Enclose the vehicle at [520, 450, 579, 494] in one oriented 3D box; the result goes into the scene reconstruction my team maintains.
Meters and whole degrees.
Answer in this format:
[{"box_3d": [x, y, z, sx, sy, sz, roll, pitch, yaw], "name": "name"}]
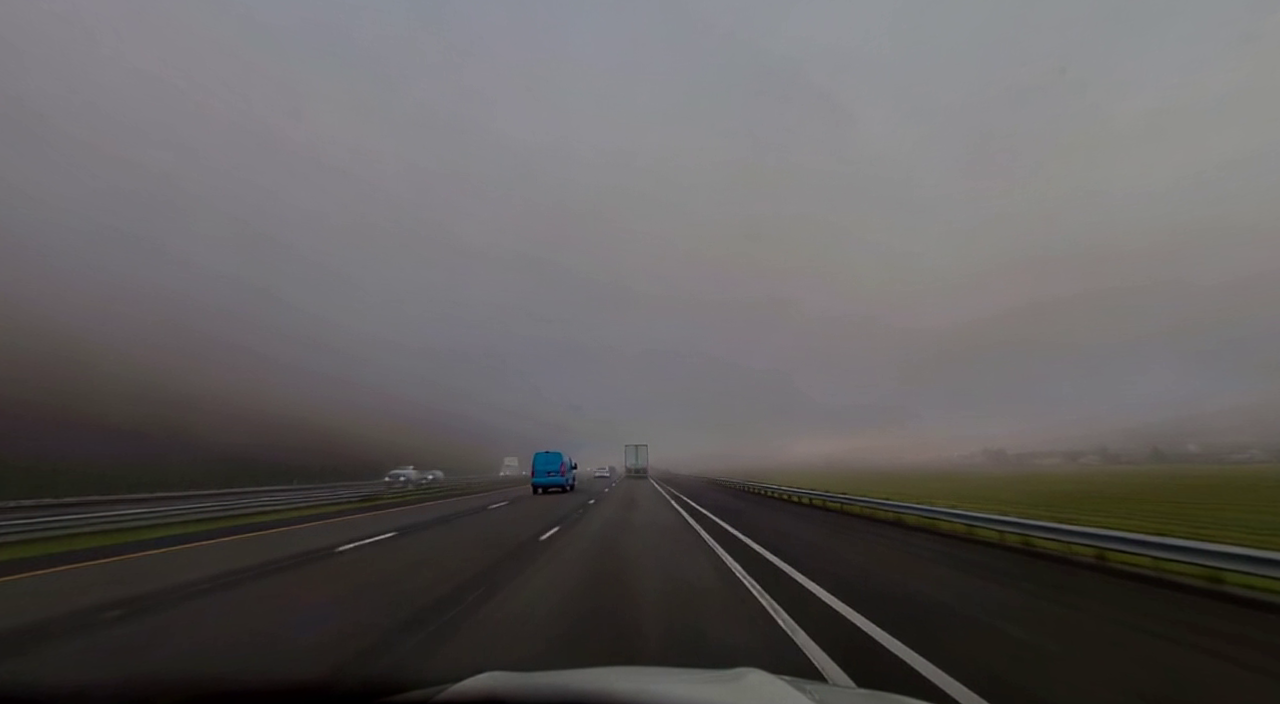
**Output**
[{"box_3d": [-4.389, 5.922, 31.299, 2.208, 1.973, 4.716, 1, -10, 0], "name": "vehicle"}]
